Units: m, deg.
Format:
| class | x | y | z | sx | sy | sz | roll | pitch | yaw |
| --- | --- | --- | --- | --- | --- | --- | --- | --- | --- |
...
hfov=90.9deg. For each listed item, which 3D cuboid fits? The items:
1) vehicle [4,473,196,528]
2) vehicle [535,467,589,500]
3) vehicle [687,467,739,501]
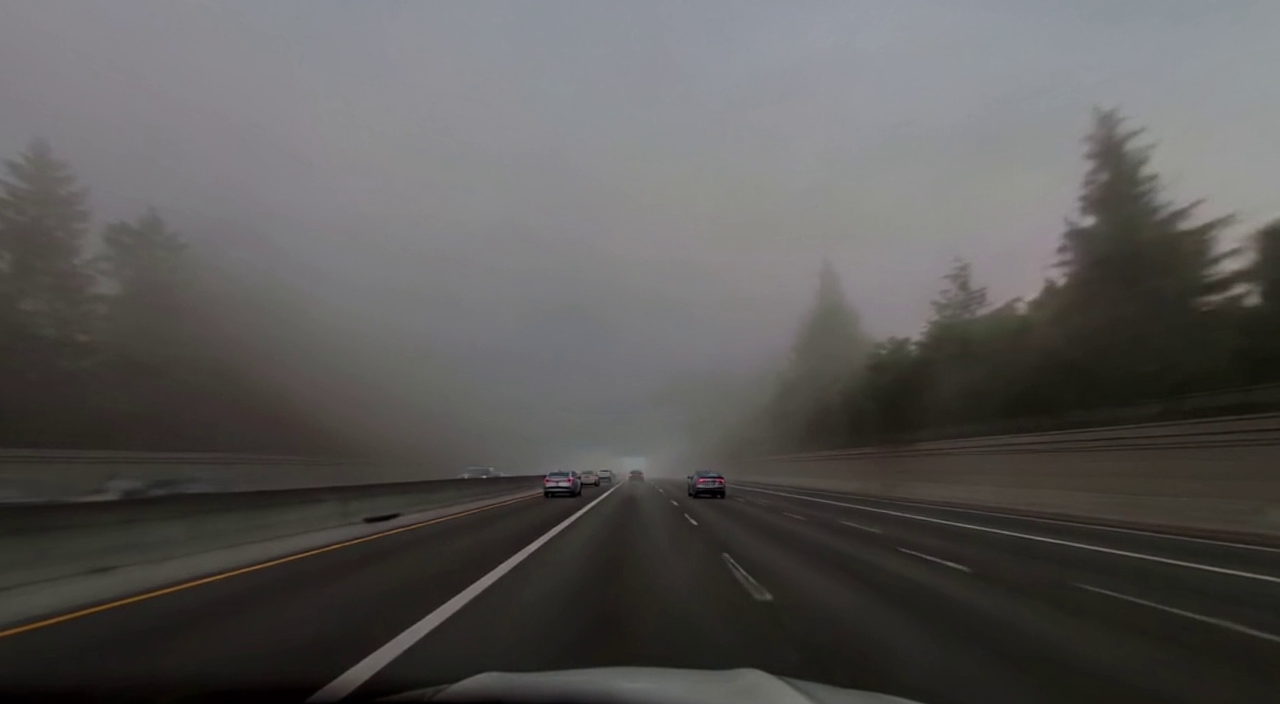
| class | x | y | z | sx | sy | sz | roll | pitch | yaw |
| --- | --- | --- | --- | --- | --- | --- | --- | --- | --- |
| vehicle | -16.176 | 4.443 | 19.289 | 1.811 | 1.427 | 4.503 | 0 | -11 | 1 |
| vehicle | -3.762 | 6.451 | 31.194 | 2.004 | 1.468 | 4.812 | 0 | -11 | 0 |
| vehicle | 3.521 | 6.464 | 31.010 | 1.981 | 1.516 | 4.109 | 1 | -11 | -1 |
